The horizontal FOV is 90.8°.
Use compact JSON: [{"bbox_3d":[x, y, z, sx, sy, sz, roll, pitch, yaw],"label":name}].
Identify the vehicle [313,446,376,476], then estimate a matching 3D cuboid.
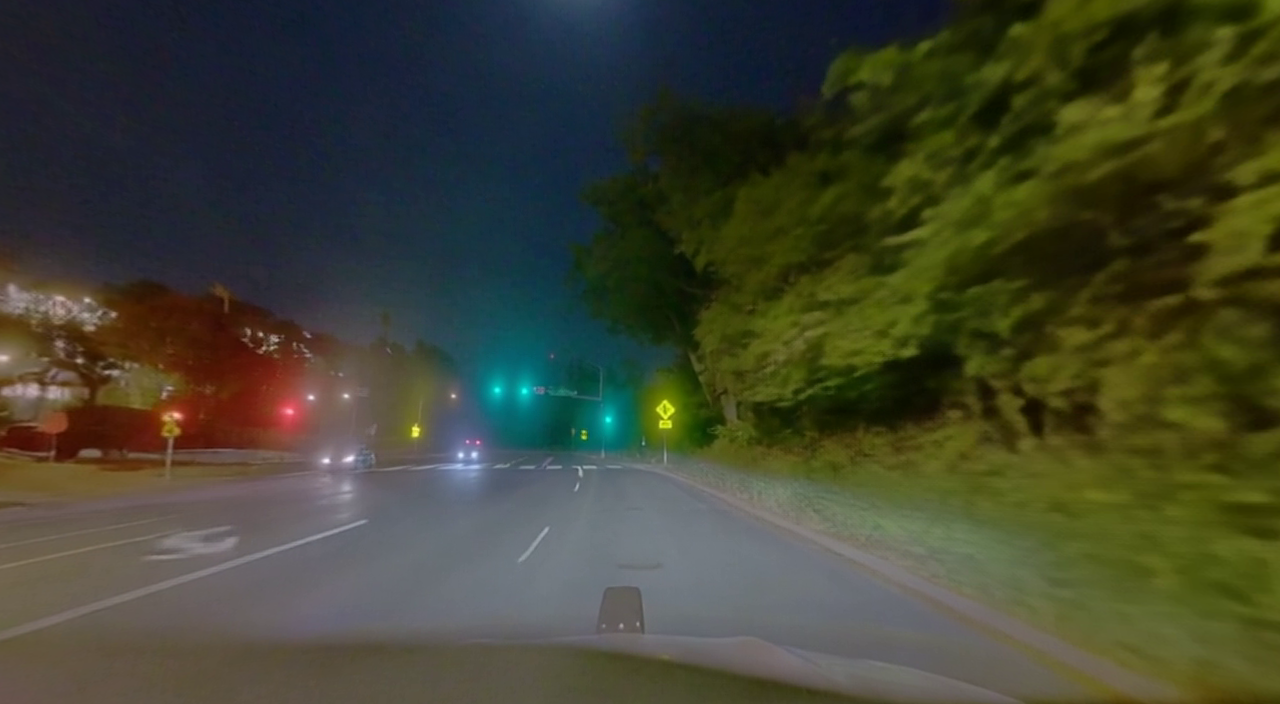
[{"bbox_3d":[-17.209,6.331,36.979,1.993,1.634,4.268,1,-9,-6],"label":"vehicle"}]
